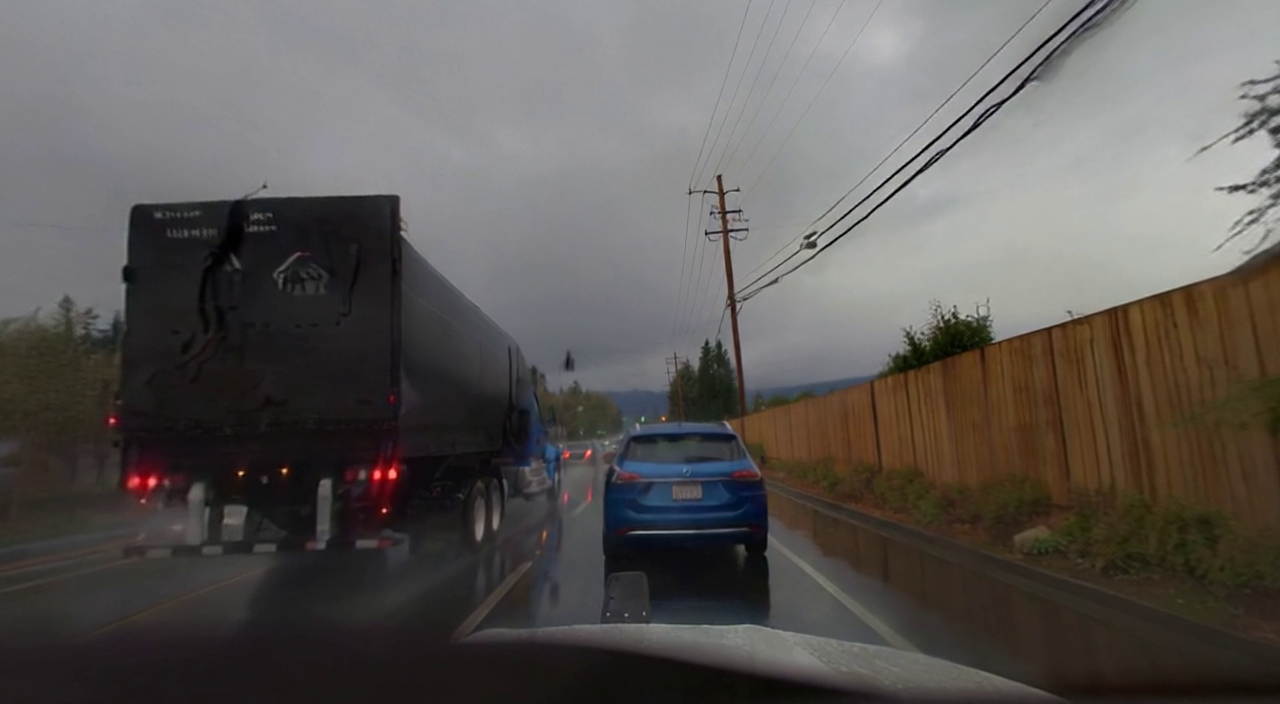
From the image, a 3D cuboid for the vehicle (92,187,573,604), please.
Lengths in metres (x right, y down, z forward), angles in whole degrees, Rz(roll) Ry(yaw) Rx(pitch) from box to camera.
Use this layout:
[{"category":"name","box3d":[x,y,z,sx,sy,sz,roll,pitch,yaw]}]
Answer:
[{"category":"vehicle","box3d":[-3.079,0.964,9.981,2.928,3.658,8.980,0,-9,1]}]

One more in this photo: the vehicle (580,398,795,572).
[{"category":"vehicle","box3d":[0.454,1.659,8.529,2.174,1.749,4.113,0,-9,-1]}]
